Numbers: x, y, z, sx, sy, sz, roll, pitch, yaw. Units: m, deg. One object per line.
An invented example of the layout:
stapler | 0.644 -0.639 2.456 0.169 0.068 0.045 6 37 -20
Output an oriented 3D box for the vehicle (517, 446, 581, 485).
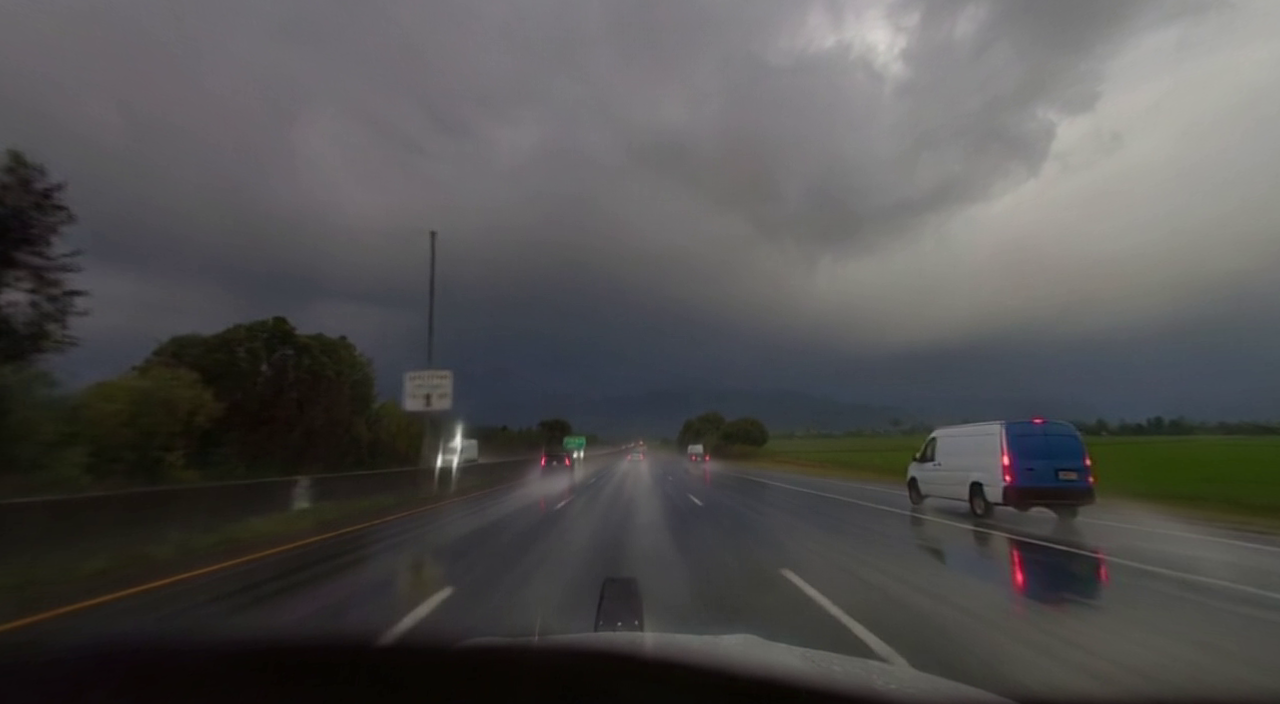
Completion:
vehicle | -3.862 4.891 27.485 2.160 1.530 4.500 0 -9 0

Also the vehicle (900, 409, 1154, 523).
vehicle | 7.745 2.358 13.424 2.133 1.933 4.986 0 -9 -1

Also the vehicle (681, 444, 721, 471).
vehicle | 3.951 6.932 41.395 2.069 1.625 4.832 0 -9 -1
